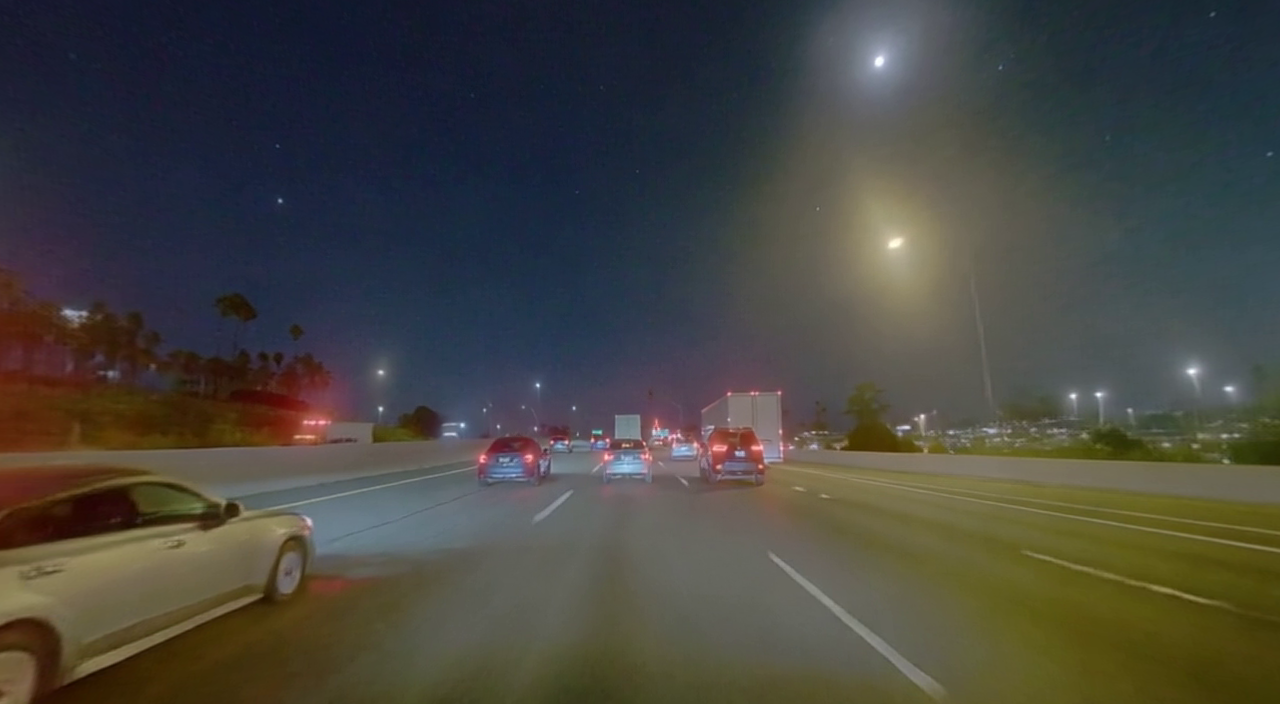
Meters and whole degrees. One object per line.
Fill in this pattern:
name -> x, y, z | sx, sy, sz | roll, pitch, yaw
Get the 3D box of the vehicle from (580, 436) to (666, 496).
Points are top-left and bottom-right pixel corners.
vehicle -> -0.441, 3.166, 17.873 | 2.136, 1.470, 3.971 | 0, -8, 0

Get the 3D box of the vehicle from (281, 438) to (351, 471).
vehicle -> -19.888, 6.284, 38.890 | 2.038, 1.886, 4.746 | 0, -8, -4

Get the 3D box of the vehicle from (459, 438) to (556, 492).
vehicle -> -3.876, 3.385, 19.236 | 1.998, 1.423, 4.436 | 0, -8, 0

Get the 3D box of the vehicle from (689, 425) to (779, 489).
vehicle -> 2.967, 3.440, 20.972 | 2.173, 1.870, 4.499 | 0, -8, -2
